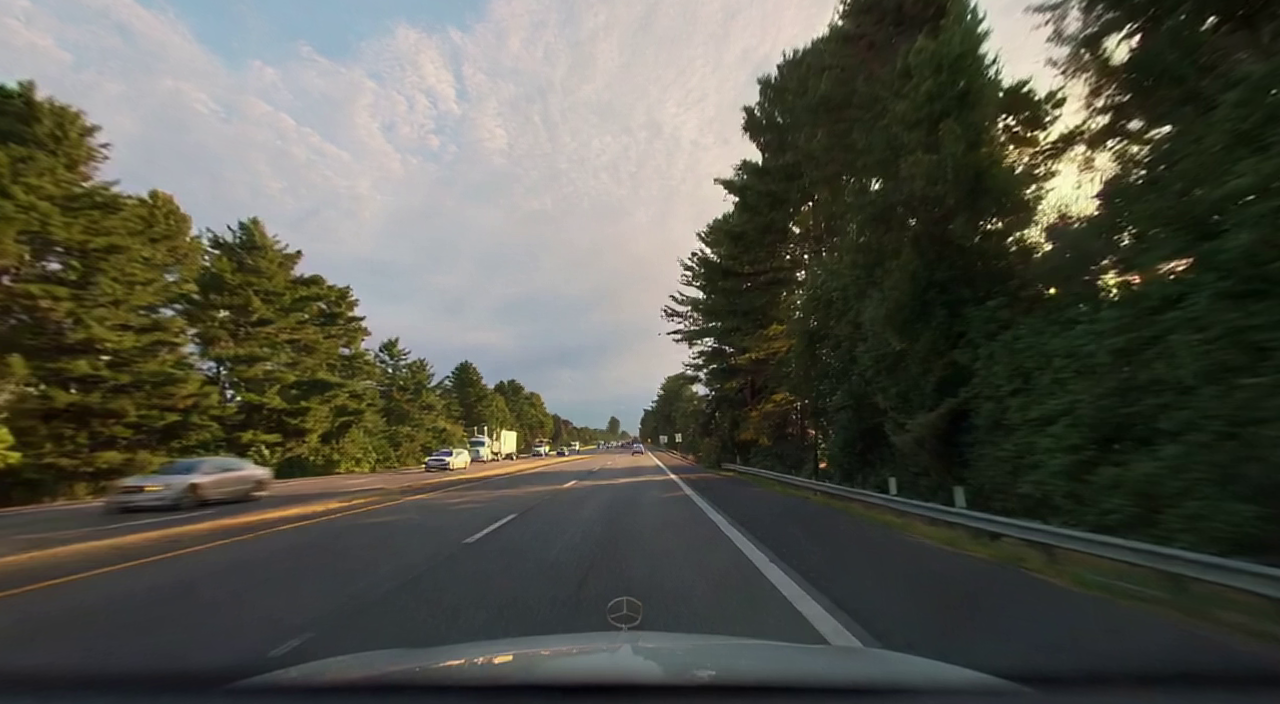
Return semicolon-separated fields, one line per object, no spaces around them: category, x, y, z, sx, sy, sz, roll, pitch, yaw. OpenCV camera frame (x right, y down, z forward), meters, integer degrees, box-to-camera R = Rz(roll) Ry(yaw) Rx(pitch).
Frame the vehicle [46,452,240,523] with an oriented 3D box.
vehicle;-12.110;3.265;15.751;1.762;1.521;3.738;0;-9;0

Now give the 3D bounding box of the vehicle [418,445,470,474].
vehicle;-12.388;6.834;40.142;1.904;1.704;4.258;0;-9;1
